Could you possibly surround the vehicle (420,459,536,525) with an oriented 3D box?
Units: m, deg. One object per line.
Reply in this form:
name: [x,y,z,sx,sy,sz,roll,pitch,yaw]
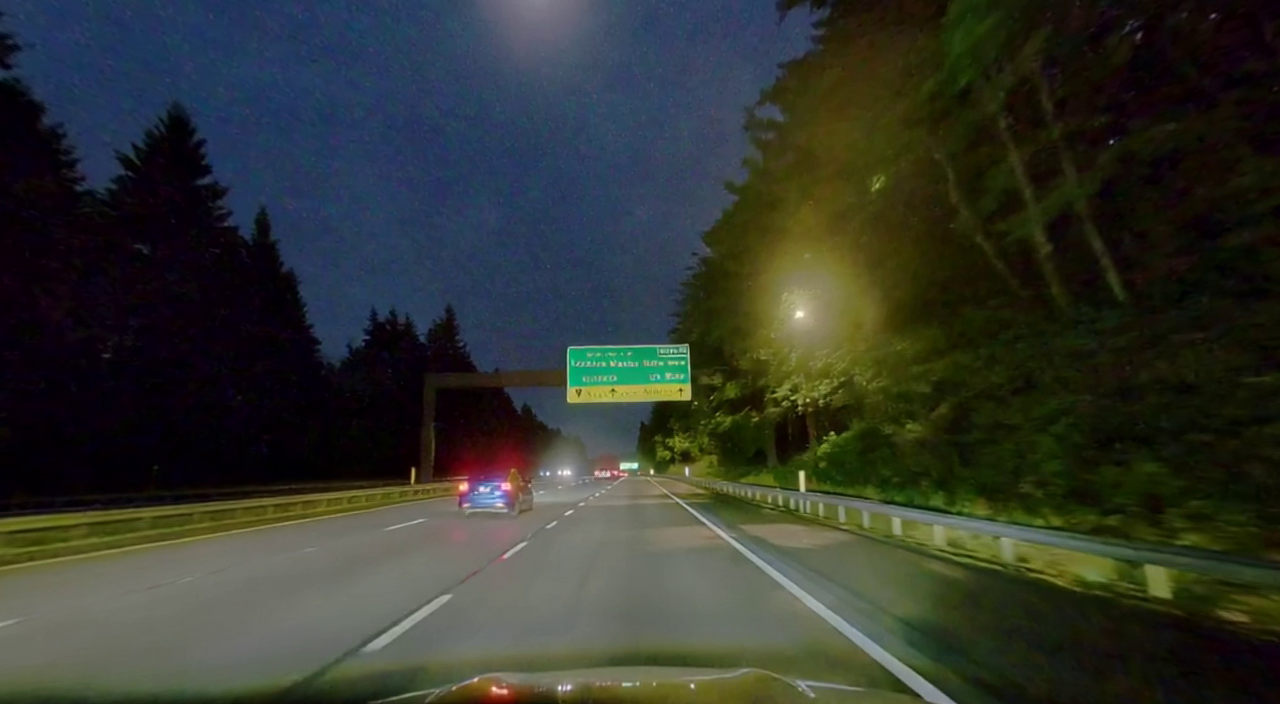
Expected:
vehicle: [-4.135,3.662,16.819,1.954,1.509,4.094,0,-10,1]
